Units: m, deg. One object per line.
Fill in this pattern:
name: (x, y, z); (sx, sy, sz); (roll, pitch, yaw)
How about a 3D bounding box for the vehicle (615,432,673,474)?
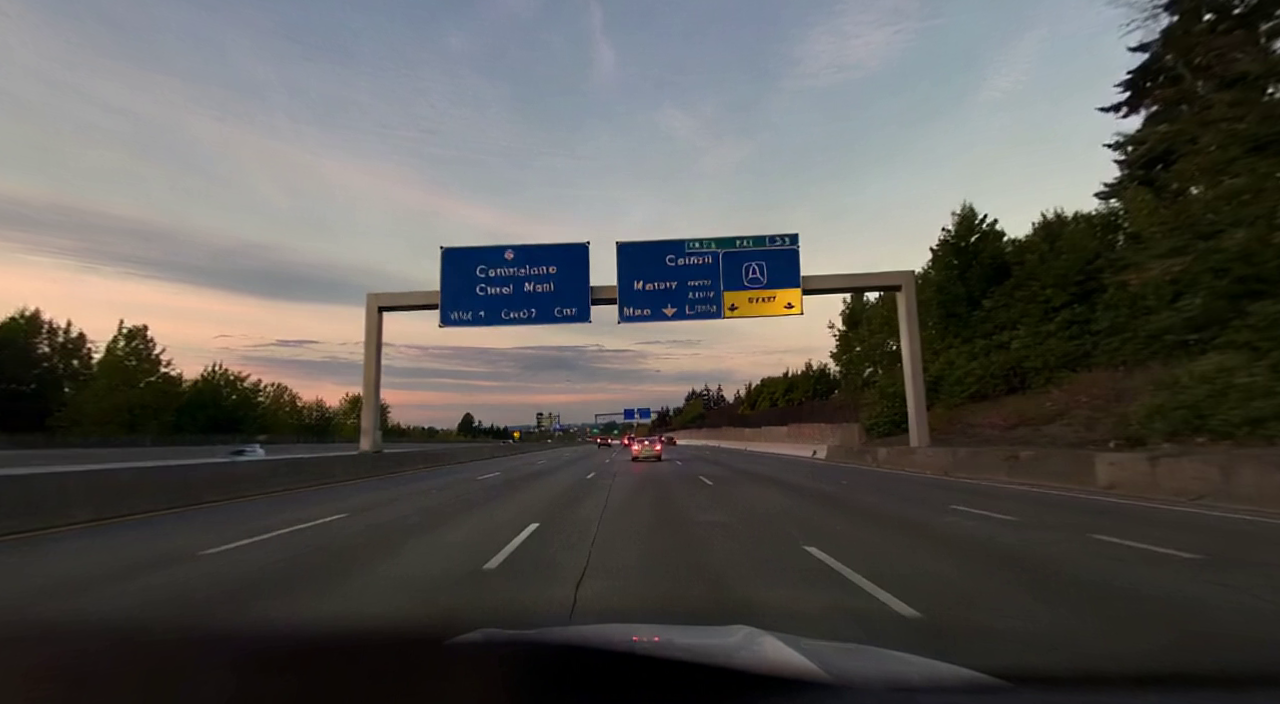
vehicle: (0.123, 3.814, 24.095); (2.046, 1.467, 3.844); (0, -8, -1)
